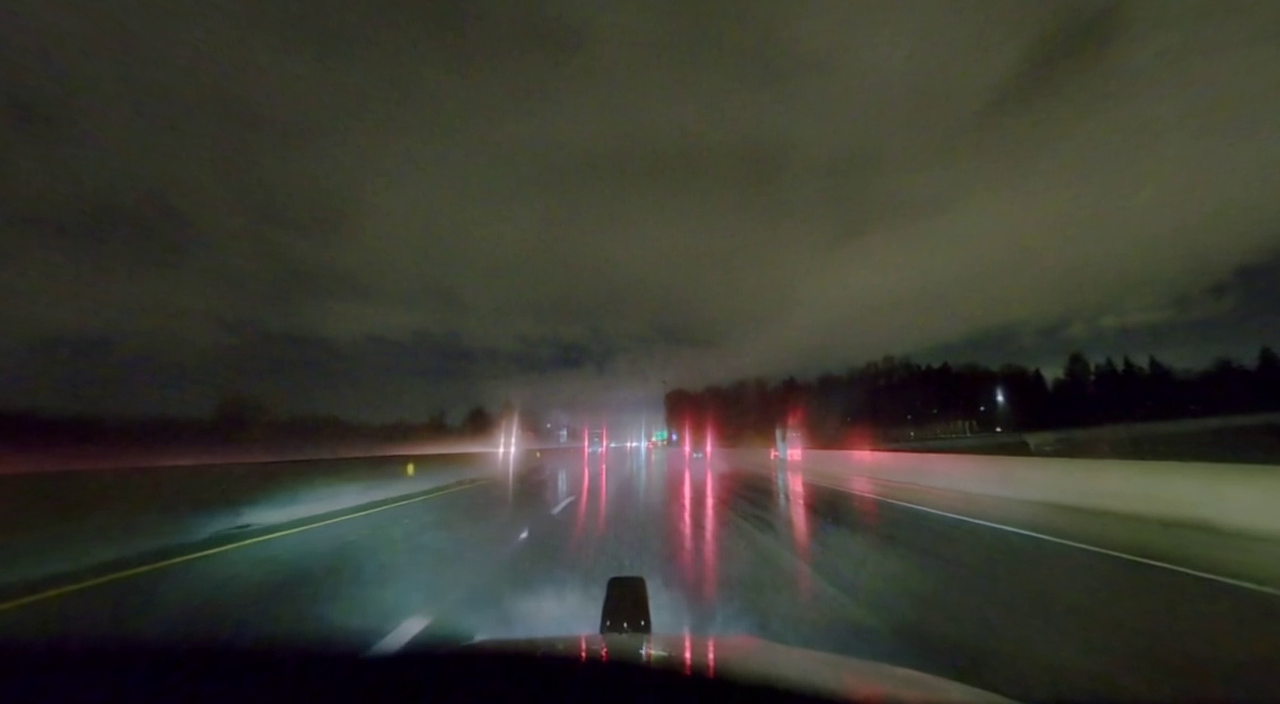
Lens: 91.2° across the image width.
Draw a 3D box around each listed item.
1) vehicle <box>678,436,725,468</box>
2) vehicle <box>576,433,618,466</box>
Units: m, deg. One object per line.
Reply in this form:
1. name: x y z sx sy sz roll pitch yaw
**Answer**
1. vehicle: 3.349 5.576 35.064 2.202 1.682 4.188 0 -8 0
2. vehicle: -2.763 6.375 41.206 2.291 2.052 4.887 0 -8 2
